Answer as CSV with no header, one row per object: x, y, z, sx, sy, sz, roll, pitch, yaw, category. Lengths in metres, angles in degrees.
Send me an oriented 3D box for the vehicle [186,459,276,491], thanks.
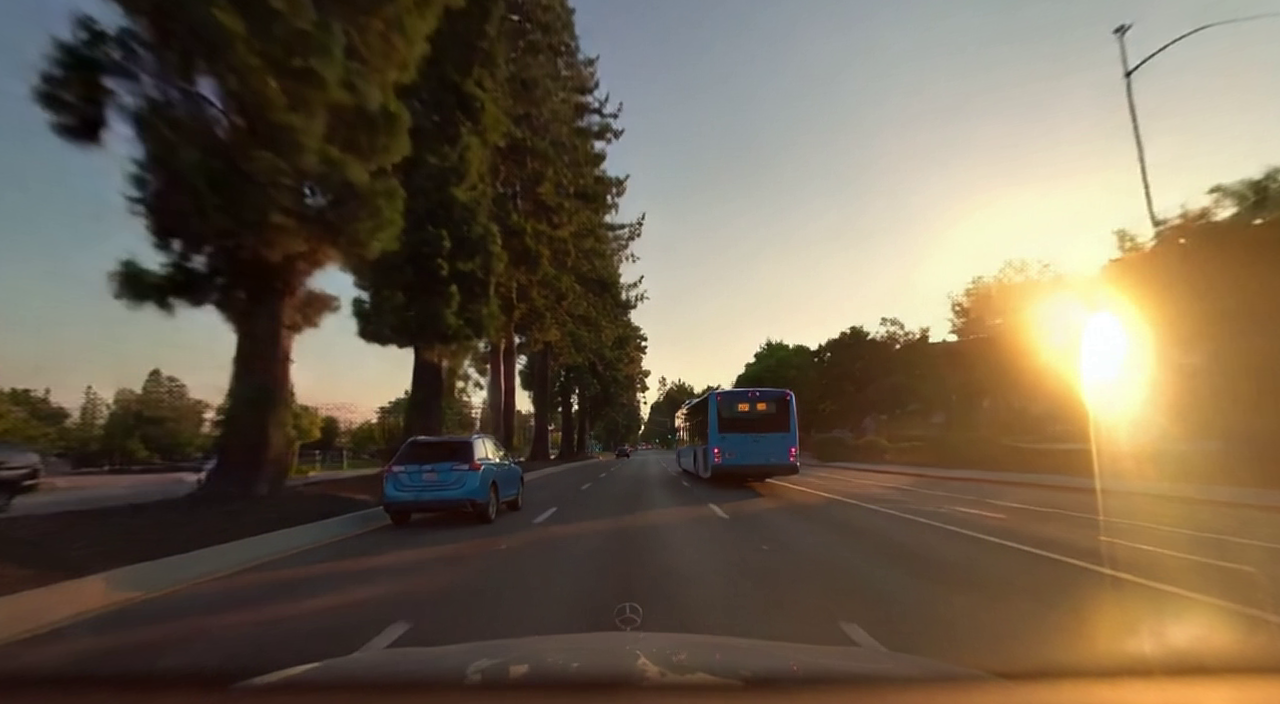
-22.041,6.614,34.024,1.812,1.476,4.383,0,-8,2,vehicle

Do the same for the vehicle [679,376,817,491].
3.483,3.257,24.409,3.072,3.278,12.747,0,-8,0,vehicle

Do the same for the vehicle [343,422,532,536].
-3.565,2.314,12.093,2.111,1.767,4.333,0,-8,1,vehicle
